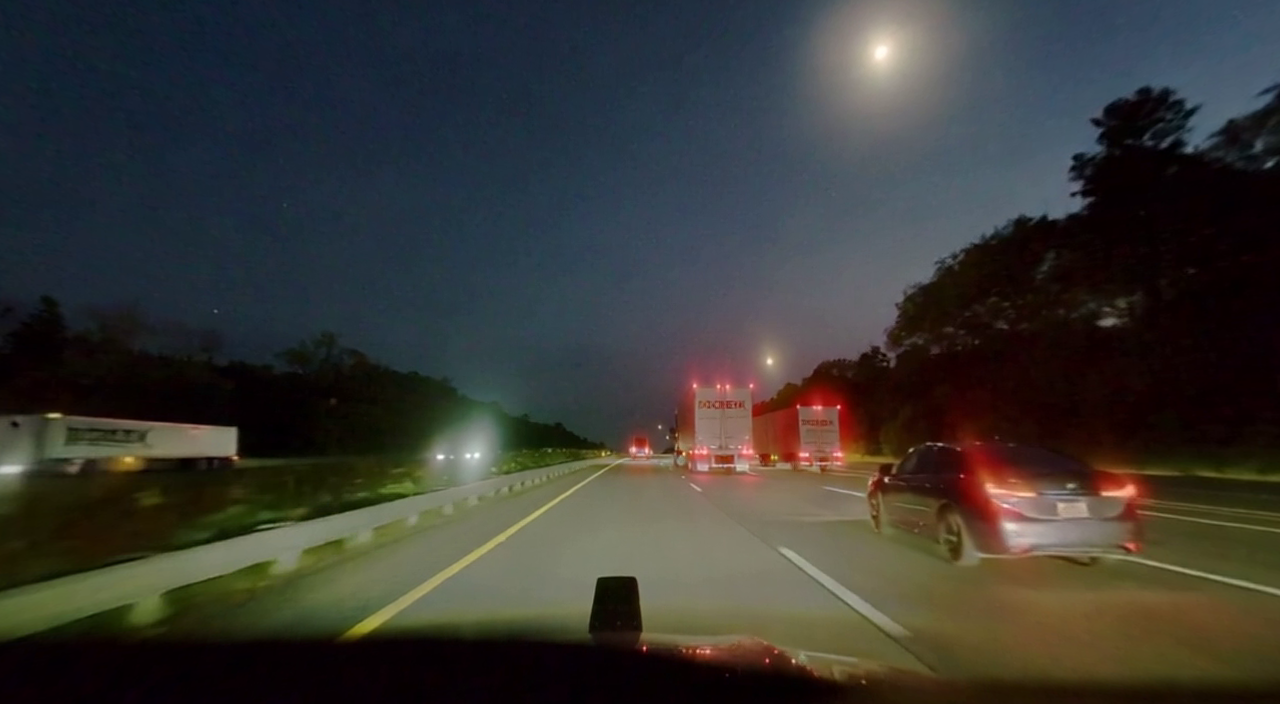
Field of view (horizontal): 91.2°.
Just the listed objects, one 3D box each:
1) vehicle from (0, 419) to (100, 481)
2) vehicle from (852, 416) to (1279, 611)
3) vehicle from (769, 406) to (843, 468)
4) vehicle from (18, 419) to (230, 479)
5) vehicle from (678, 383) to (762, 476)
[{"bbox_3d":[-41.148,6.627,42.405,2.953,3.887,5.973,-2,-9,15],"label":"vehicle"},{"bbox_3d":[4.032,1.546,6.867,1.948,1.481,3.955,0,-9,-1],"label":"vehicle"},{"bbox_3d":[11.562,6.095,44.629,2.938,3.990,8.556,0,-9,0],"label":"vehicle"},{"bbox_3d":[-39.240,7.534,48.900,2.902,4.034,13.124,-3,-9,16],"label":"vehicle"},{"bbox_3d":[3.738,4.049,31.903,3.025,4.010,9.542,0,-9,0],"label":"vehicle"}]
